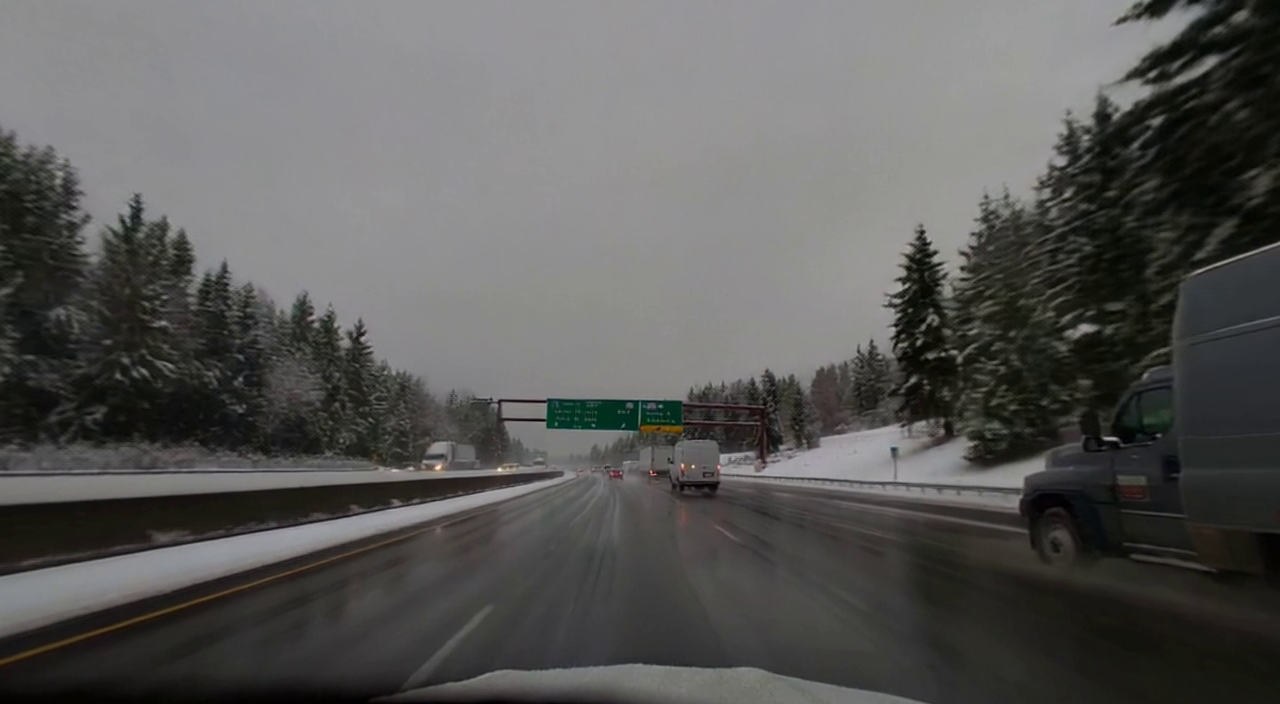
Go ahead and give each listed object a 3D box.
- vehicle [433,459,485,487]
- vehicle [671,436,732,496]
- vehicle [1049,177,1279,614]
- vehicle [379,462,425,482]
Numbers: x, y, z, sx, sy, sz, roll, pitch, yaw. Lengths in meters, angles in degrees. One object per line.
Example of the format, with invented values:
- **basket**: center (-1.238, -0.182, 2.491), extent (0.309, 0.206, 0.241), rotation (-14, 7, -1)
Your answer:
- **vehicle**: center (-11.140, 7.463, 38.890), extent (1.950, 1.577, 4.374), rotation (1, -10, -1)
- **vehicle**: center (2.893, 5.616, 30.970), extent (2.291, 2.639, 5.280), rotation (1, -10, -2)
- **vehicle**: center (7.555, -0.303, 1.965), extent (2.866, 4.102, 14.351), rotation (1, -10, 0)
- **vehicle**: center (-18.370, 9.282, 48.633), extent (1.875, 1.453, 4.480), rotation (1, -10, -1)
